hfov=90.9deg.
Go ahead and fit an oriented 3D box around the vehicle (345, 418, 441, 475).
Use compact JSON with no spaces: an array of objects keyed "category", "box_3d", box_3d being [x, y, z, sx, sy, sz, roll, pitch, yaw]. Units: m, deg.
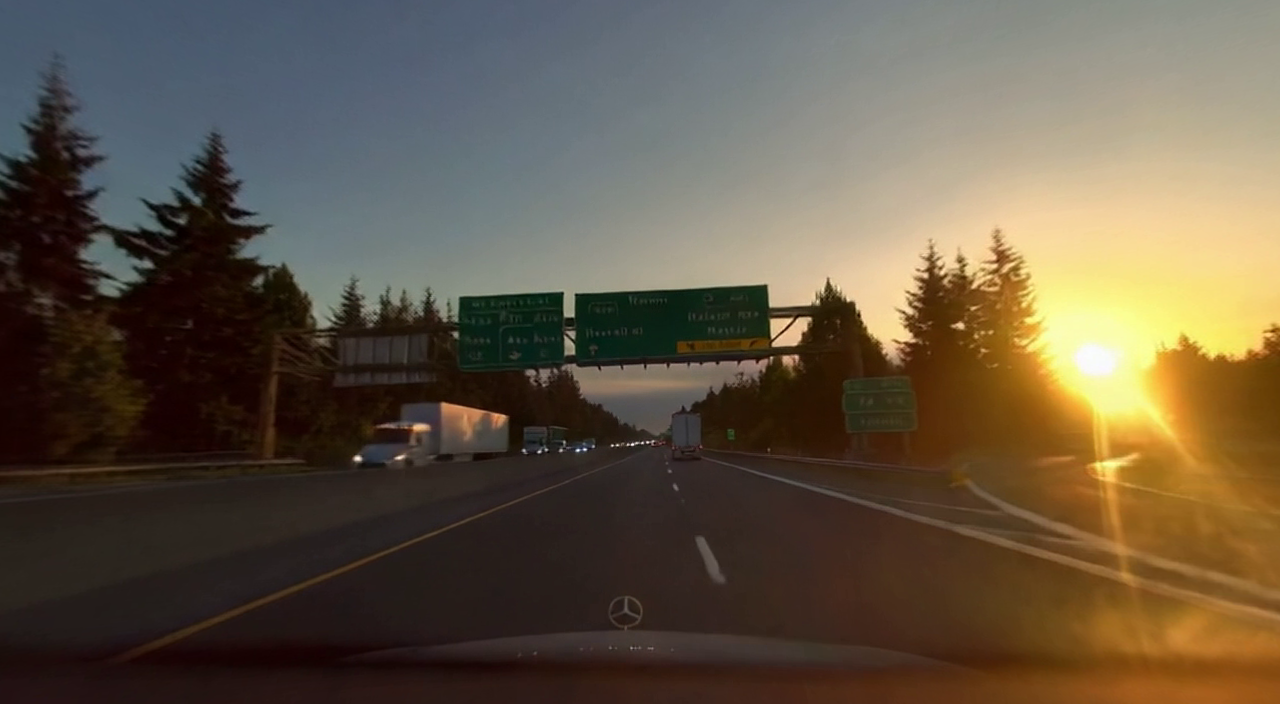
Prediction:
[{"category":"vehicle","box_3d":[-12.791,4.976,33.189,2.422,2.721,5.859,0,-9,2]}]
